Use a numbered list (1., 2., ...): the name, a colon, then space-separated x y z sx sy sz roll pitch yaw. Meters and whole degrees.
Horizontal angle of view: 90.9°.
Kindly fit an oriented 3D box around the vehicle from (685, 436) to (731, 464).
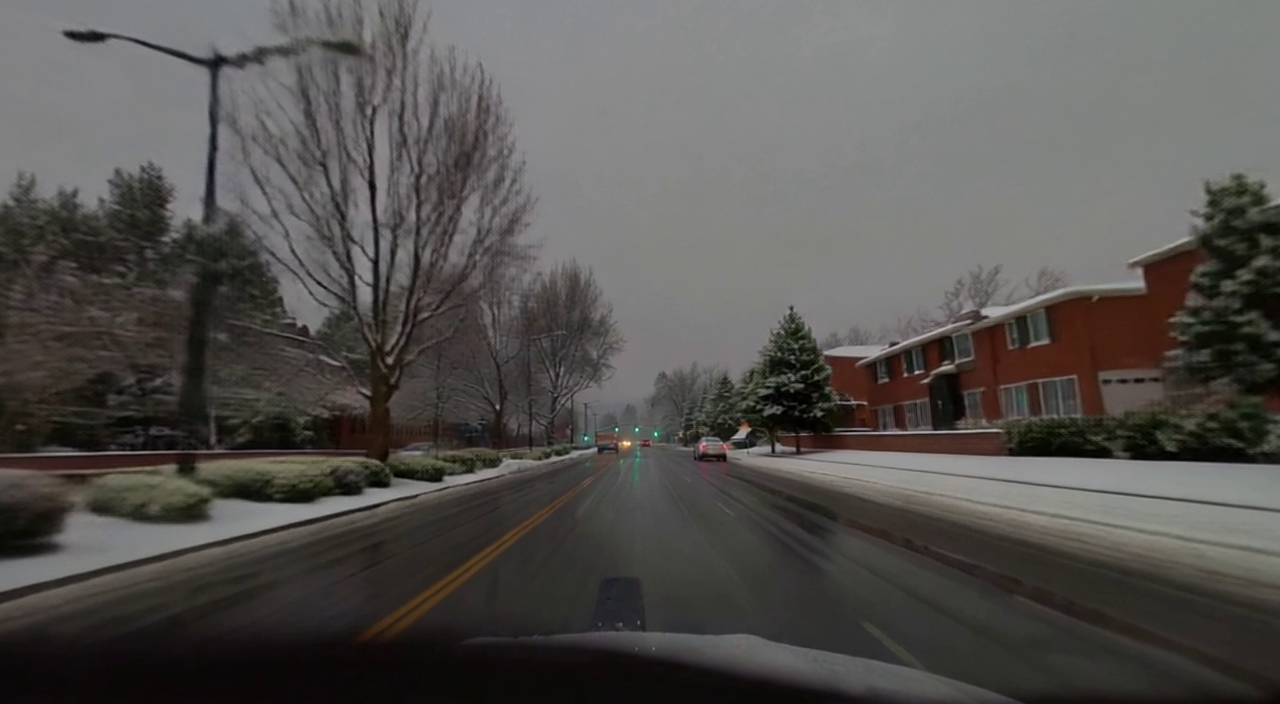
1. vehicle: 4.067 5.993 38.536 2.237 1.578 4.621 0 -8 -1

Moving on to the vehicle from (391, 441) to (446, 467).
1. vehicle: -16.930 7.808 48.542 2.208 1.899 5.269 -1 -8 2
